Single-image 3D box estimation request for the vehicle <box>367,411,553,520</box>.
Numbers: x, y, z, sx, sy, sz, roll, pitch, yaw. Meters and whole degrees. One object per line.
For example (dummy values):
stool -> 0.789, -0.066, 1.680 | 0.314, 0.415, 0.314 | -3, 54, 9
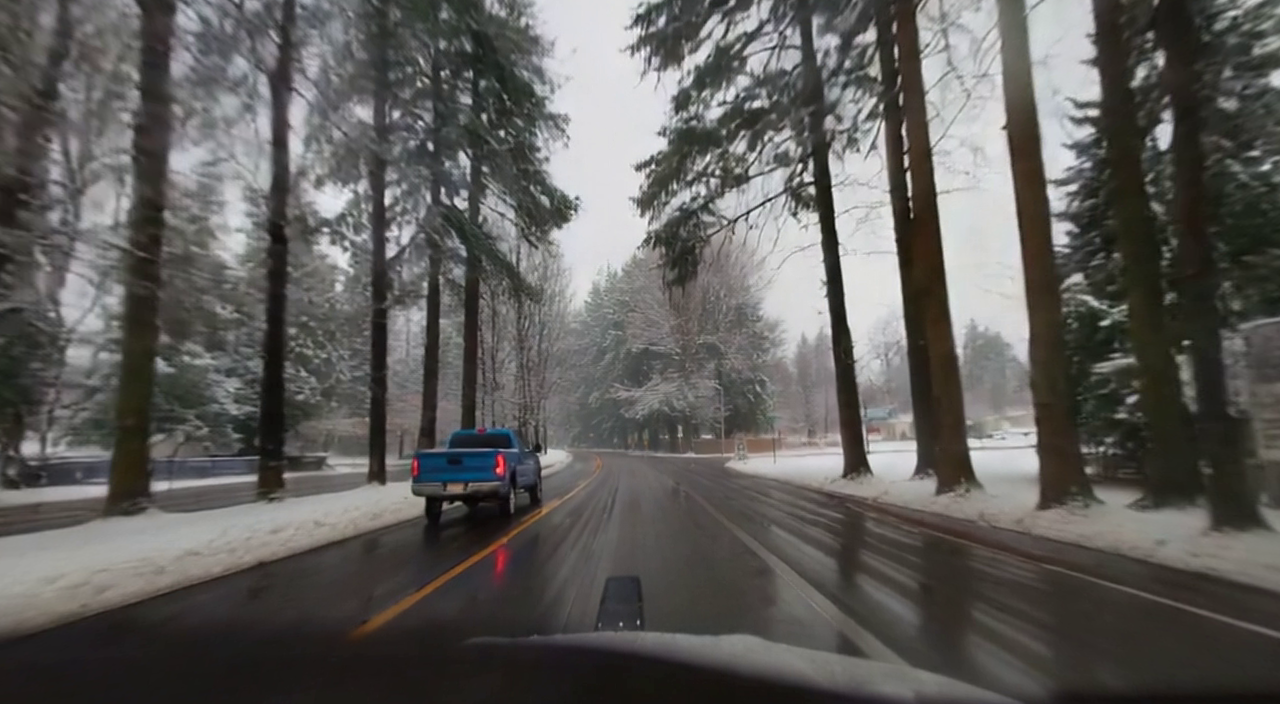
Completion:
vehicle -> -3.530, 2.450, 14.082 | 2.267, 1.849, 6.402 | 0, -9, 0
